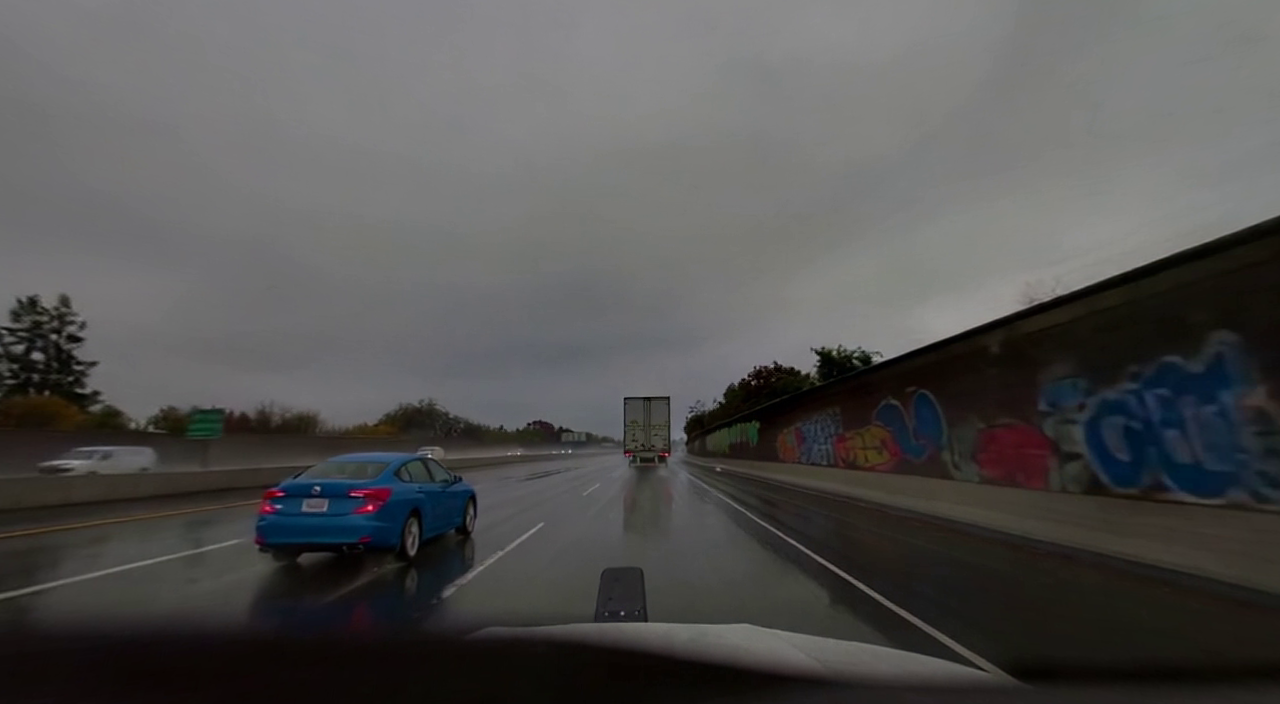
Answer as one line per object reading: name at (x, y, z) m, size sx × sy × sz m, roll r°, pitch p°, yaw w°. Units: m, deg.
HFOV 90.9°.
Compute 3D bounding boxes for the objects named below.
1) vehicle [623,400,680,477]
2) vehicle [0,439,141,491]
vehicle at (0.613, 5.419, 38.838) m, size 2.997 × 4.069 × 10.871 m, roll 0°, pitch -9°, yaw 0°
vehicle at (-24.614, 4.799, 27.155) m, size 2.147 × 2.006 × 4.767 m, roll 0°, pitch -9°, yaw 1°
